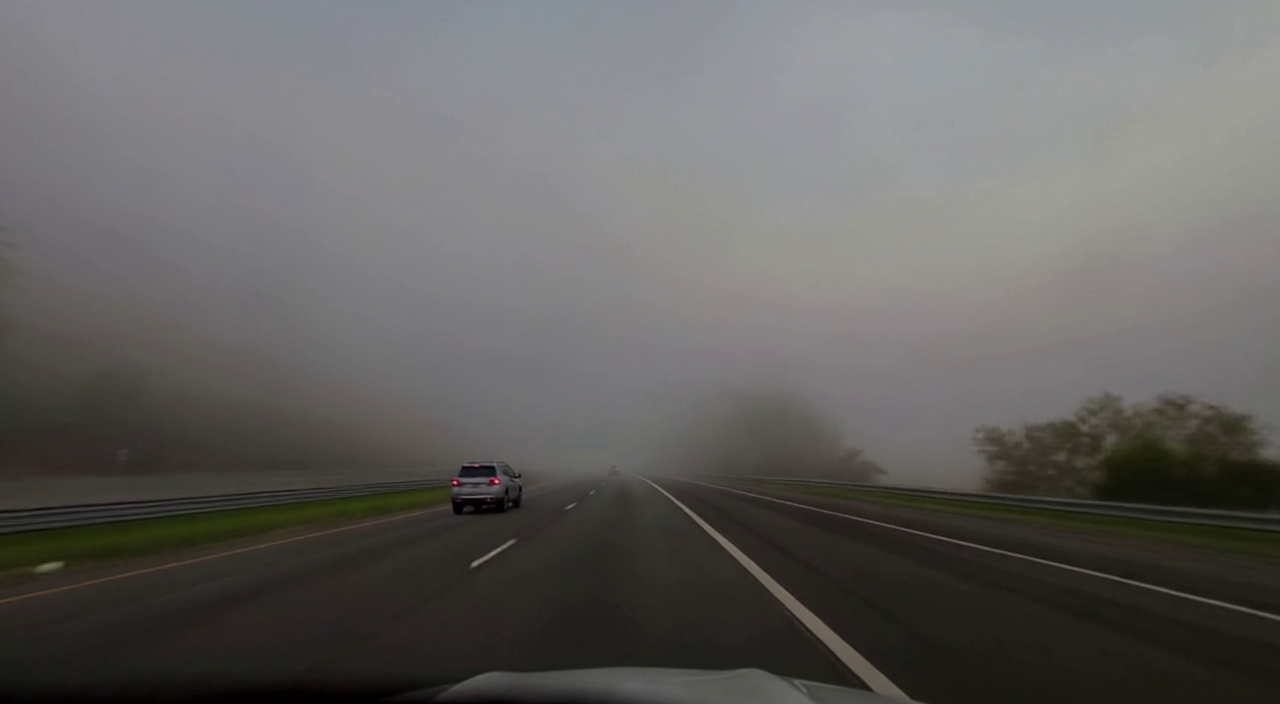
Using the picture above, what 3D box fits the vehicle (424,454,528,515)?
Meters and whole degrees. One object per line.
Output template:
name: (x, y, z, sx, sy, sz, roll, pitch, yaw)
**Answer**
vehicle: (-4.658, 3.836, 18.510, 2.025, 1.584, 3.657, 0, -10, 0)
